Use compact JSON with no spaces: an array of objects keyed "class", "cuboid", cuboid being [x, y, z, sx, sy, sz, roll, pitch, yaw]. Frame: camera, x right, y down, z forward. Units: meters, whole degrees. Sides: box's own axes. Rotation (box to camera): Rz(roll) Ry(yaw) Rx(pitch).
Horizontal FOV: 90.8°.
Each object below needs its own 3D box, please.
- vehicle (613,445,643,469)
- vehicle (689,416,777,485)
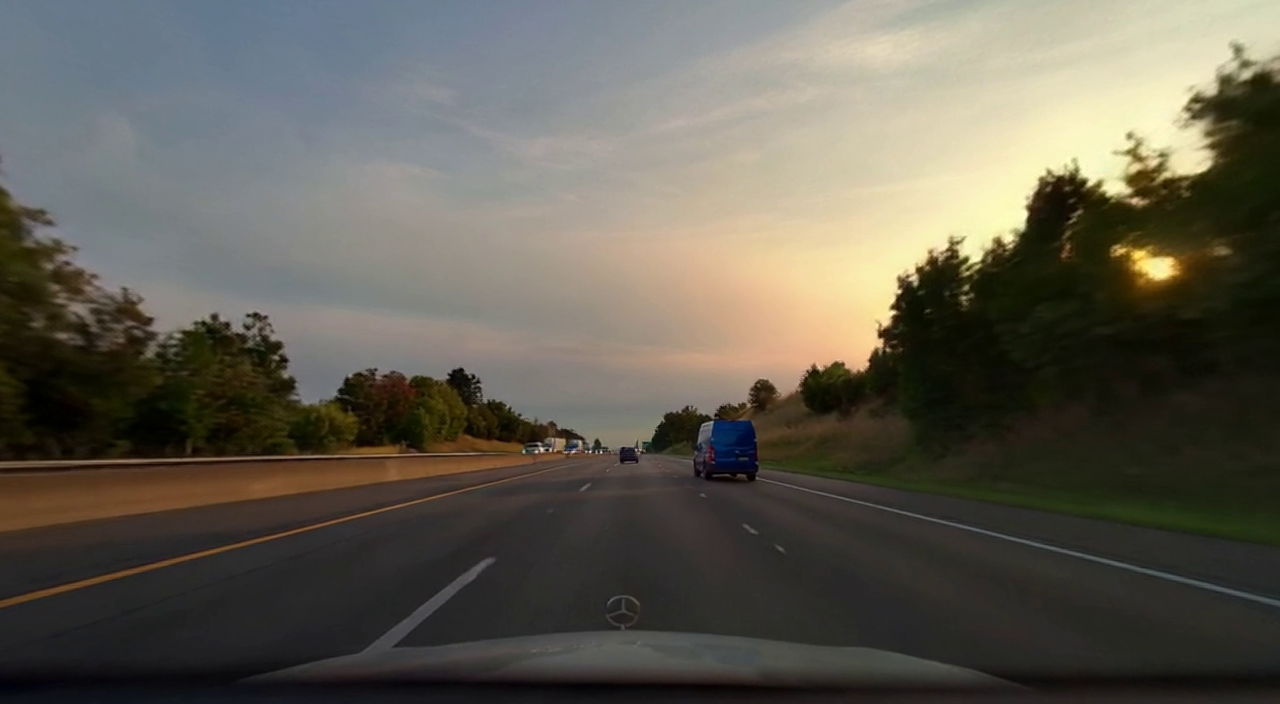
[{"class":"vehicle","cuboid":[-0.833,7.679,46.284,2.069,1.666,4.338,0,-9,1]},{"class":"vehicle","cuboid":[3.687,4.123,26.539,2.552,2.524,6.630,0,-9,-1]}]
